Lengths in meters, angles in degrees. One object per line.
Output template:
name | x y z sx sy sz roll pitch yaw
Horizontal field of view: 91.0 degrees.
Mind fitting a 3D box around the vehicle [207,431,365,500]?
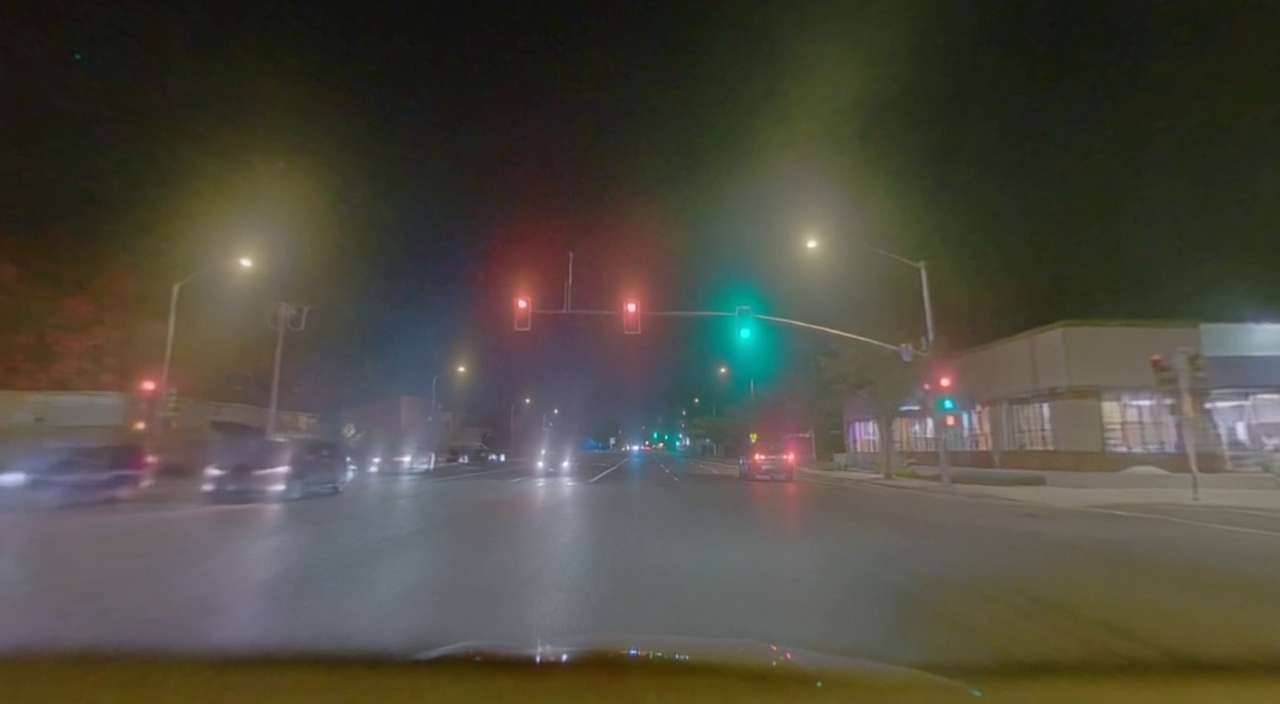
vehicle | -10.754 3.482 19.656 2.072 1.841 4.737 1 -9 1

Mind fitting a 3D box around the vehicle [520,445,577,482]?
vehicle | -4.179 5.158 29.459 2.003 1.539 4.396 -1 -9 1

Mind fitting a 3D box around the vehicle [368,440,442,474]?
vehicle | -14.751 6.623 39.982 2.292 1.955 5.882 1 -9 1

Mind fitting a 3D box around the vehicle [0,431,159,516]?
vehicle | -14.183 2.781 14.862 2.046 1.715 4.487 1 -9 0

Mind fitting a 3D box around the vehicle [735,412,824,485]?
vehicle | 6.787 4.862 31.876 2.802 3.208 7.459 1 -9 0
